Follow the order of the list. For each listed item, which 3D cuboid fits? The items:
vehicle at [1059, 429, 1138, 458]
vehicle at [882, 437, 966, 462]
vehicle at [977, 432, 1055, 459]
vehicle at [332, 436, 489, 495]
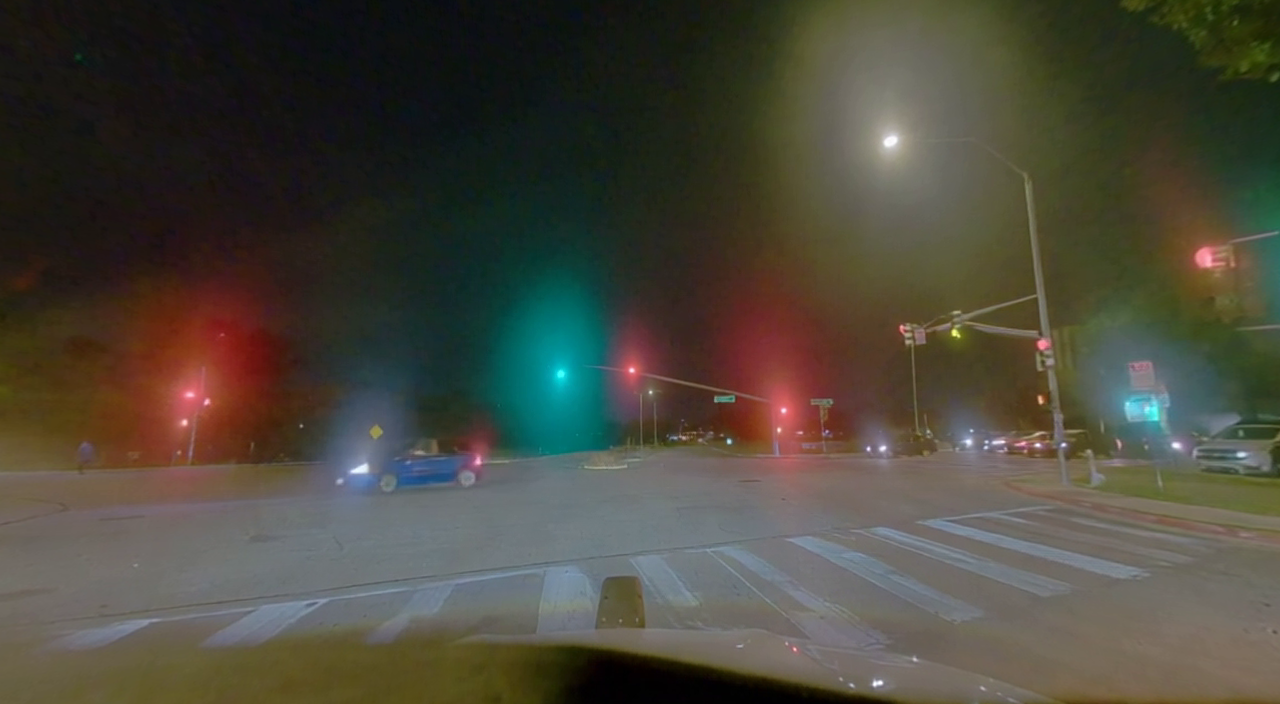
[{"bbox_3d":[36.102,7.198,49.712,6.148,2.119,2.473,4,-10,-28],"label":"vehicle"},{"bbox_3d":[18.709,6.424,41.607,5.234,1.549,1.982,4,-9,-24],"label":"vehicle"},{"bbox_3d":[26.957,6.721,45.240,5.032,1.828,2.183,4,-9,-24],"label":"vehicle"},{"bbox_3d":[-6.502,3.215,18.276,1.740,1.500,3.896,-6,-11,35],"label":"vehicle"}]
